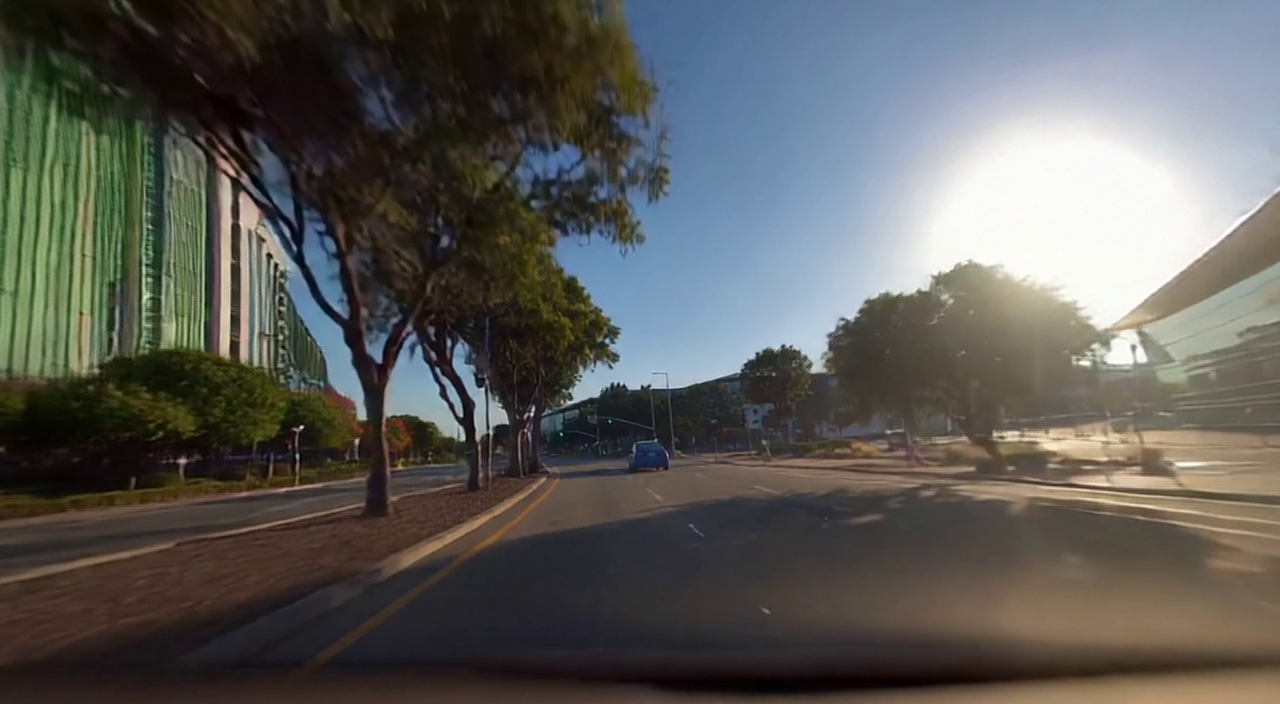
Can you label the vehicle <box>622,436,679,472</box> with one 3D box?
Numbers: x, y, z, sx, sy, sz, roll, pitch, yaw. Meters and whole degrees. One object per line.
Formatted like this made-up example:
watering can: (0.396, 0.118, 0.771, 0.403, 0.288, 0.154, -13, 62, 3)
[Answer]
vehicle: (0.420, 5.005, 31.229, 2.165, 1.633, 4.381, 1, -8, -8)
